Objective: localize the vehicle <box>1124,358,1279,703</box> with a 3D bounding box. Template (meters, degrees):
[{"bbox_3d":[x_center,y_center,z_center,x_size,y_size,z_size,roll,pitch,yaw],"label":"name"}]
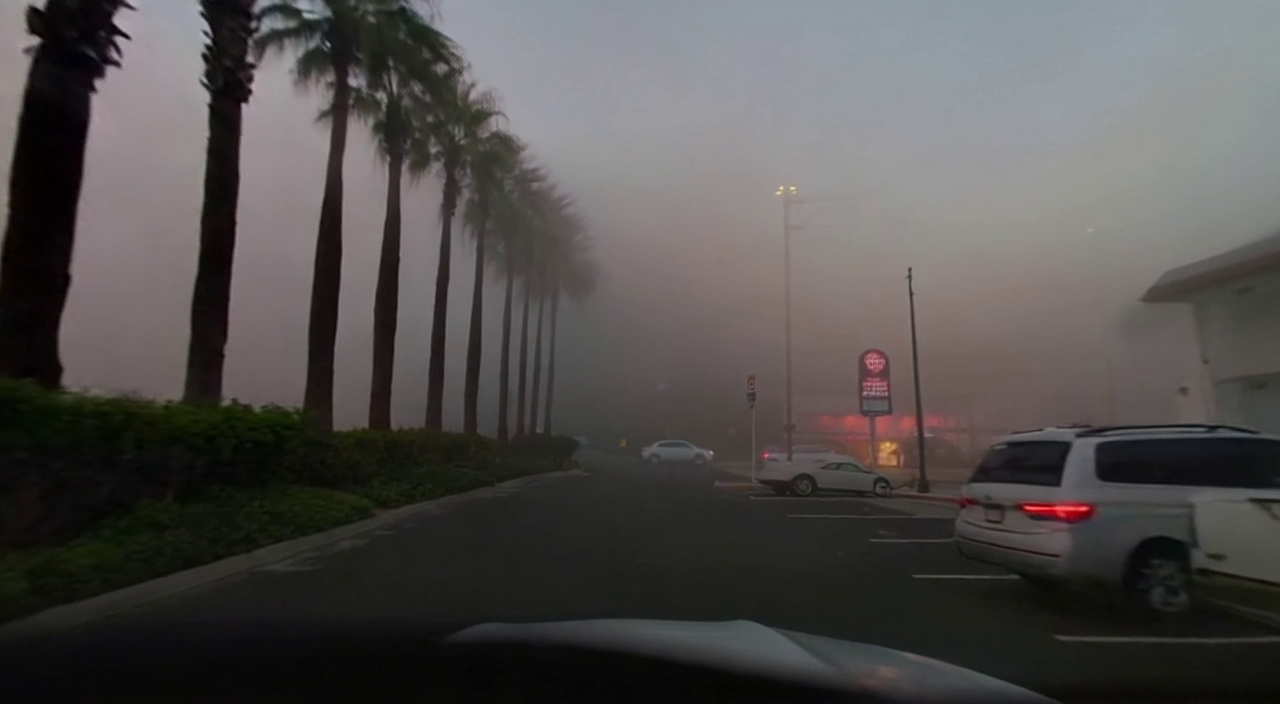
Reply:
[{"bbox_3d":[5.624,0.943,3.209,4.743,1.800,1.952,1,-9,-3],"label":"vehicle"}]

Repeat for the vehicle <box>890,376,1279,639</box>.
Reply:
[{"bbox_3d":[5.521,1.342,5.947,5.491,1.843,2.103,2,-9,-8],"label":"vehicle"}]

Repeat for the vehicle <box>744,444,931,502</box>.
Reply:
[{"bbox_3d":[5.620,3.448,18.357,4.742,1.506,1.919,0,-8,-5],"label":"vehicle"}]
